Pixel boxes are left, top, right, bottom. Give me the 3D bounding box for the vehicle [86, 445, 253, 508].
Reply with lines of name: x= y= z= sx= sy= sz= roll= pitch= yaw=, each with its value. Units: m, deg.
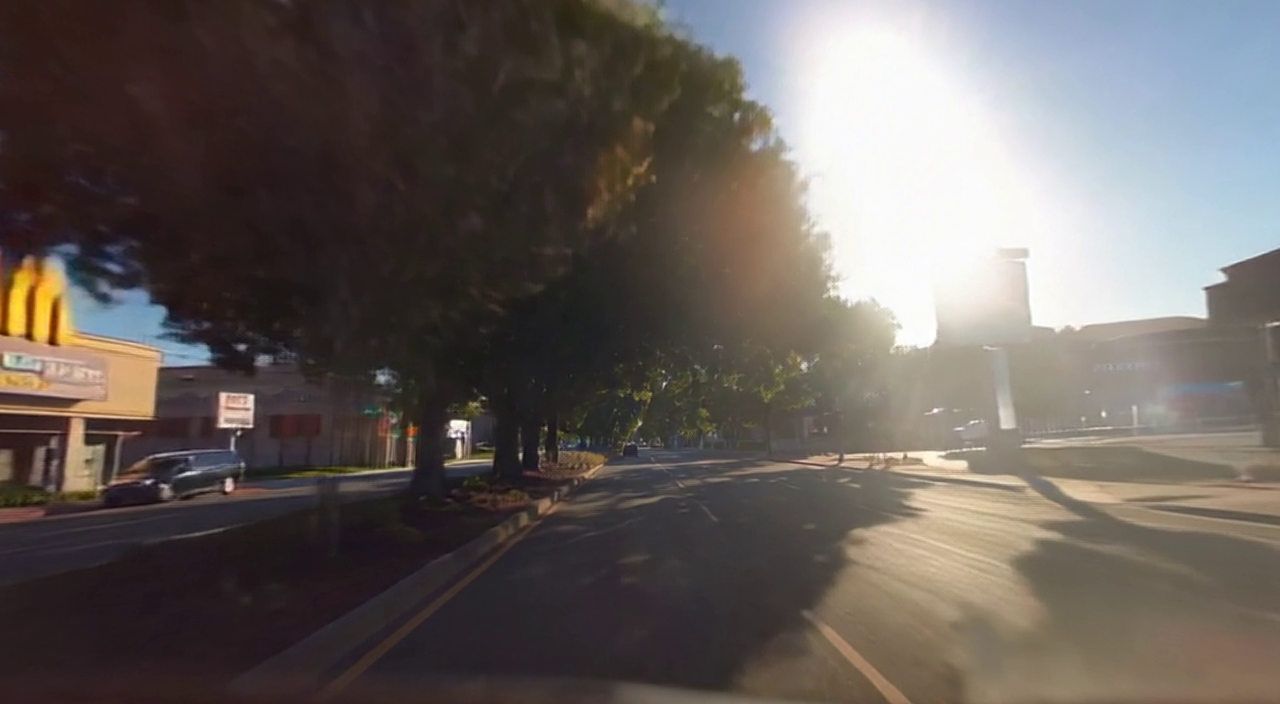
vehicle: x=-19.406 y=5.094 z=26.625 sx=2.648 sy=2.106 sz=6.148 roll=-2 pitch=-8 yaw=-3
